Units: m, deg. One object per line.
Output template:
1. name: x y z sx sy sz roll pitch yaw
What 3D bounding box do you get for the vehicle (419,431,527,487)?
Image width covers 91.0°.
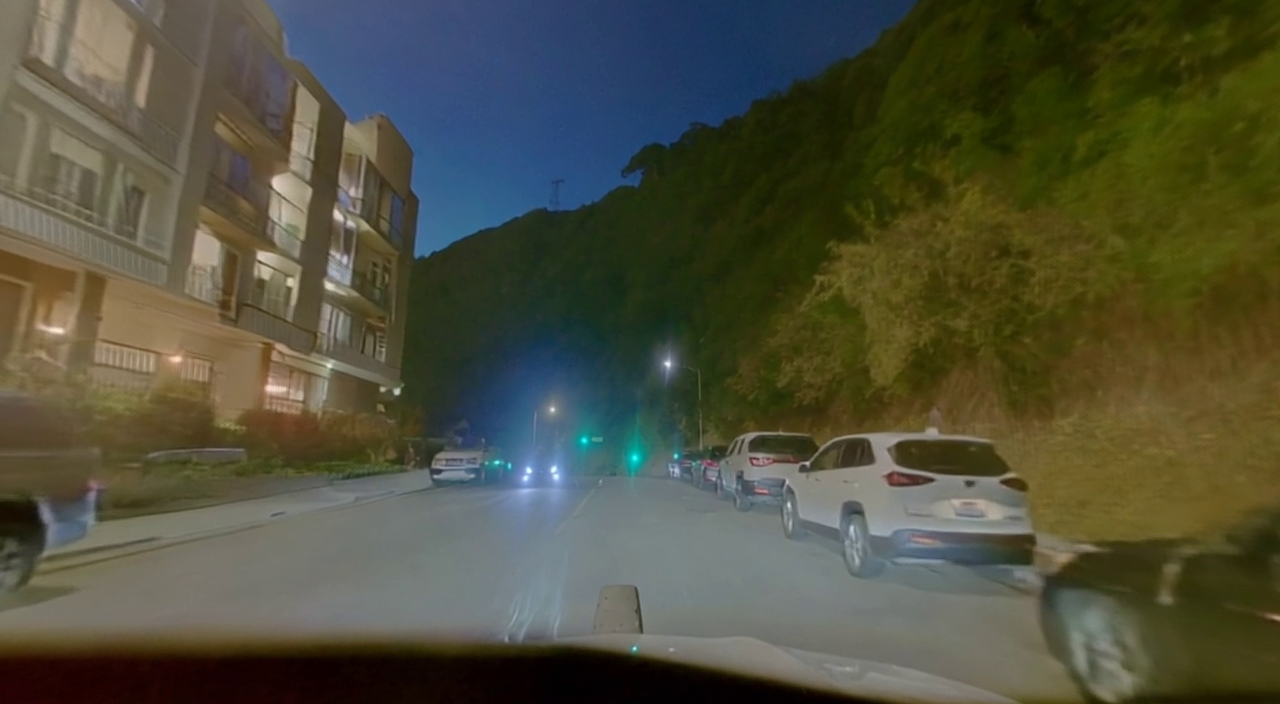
1. vehicle: -6.429 4.299 25.229 2.692 1.949 5.948 0 -10 0

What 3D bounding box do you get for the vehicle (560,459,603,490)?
1. vehicle: -3.364 7.314 37.307 2.102 1.621 4.627 0 -13 0

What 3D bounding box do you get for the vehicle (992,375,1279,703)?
1. vehicle: 3.220 0.812 1.655 1.926 1.602 4.433 0 -8 -1

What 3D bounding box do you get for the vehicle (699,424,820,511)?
1. vehicle: 2.753 2.801 15.786 2.072 1.830 4.744 0 -8 0

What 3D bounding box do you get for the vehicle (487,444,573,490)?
1. vehicle: -3.899 4.139 23.106 1.856 1.474 4.522 -1 -8 7

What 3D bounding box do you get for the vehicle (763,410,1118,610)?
1. vehicle: 2.988 1.643 7.528 1.948 1.669 4.242 1 -8 -3

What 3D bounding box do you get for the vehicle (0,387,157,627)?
1. vehicle: -6.160 1.005 3.523 2.374 1.843 5.638 0 -8 1
